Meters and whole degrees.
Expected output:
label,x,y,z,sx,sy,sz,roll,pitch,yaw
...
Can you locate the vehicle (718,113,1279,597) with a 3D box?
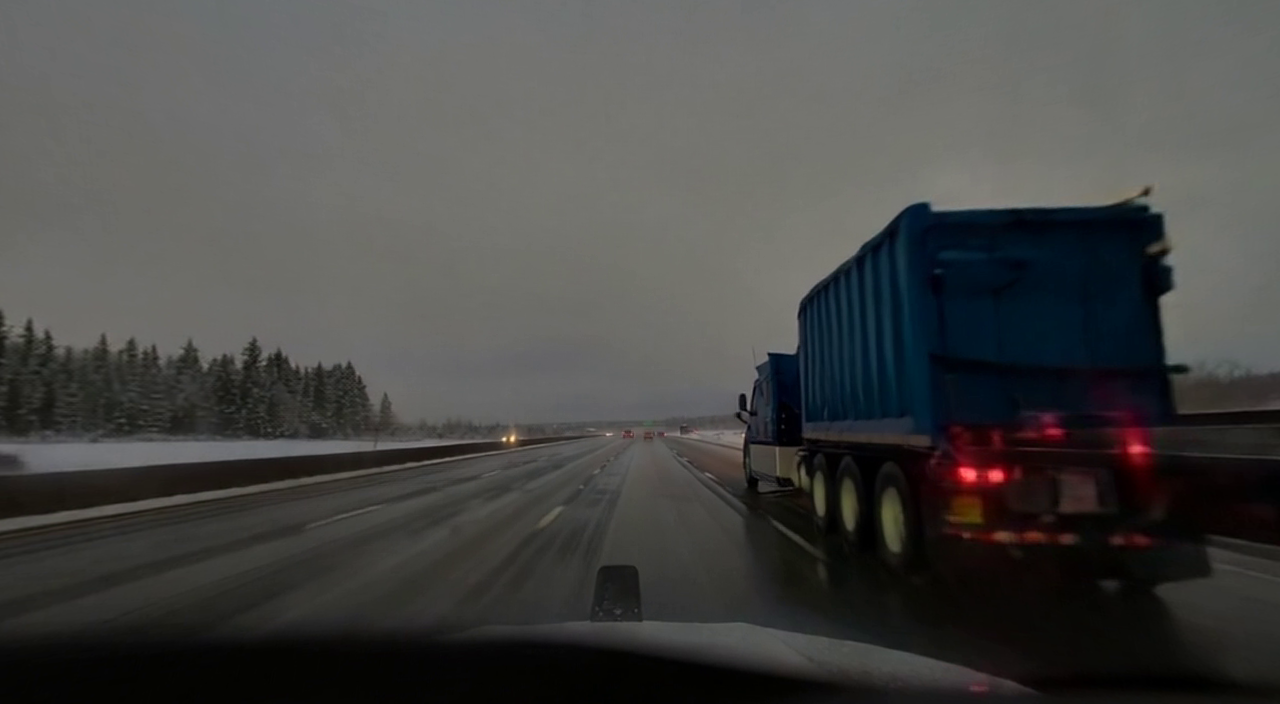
label,x,y,z,sx,sy,sz,roll,pitch,yaw
vehicle,3.692,0.746,10.769,3.446,3.698,12.089,0,-8,1
